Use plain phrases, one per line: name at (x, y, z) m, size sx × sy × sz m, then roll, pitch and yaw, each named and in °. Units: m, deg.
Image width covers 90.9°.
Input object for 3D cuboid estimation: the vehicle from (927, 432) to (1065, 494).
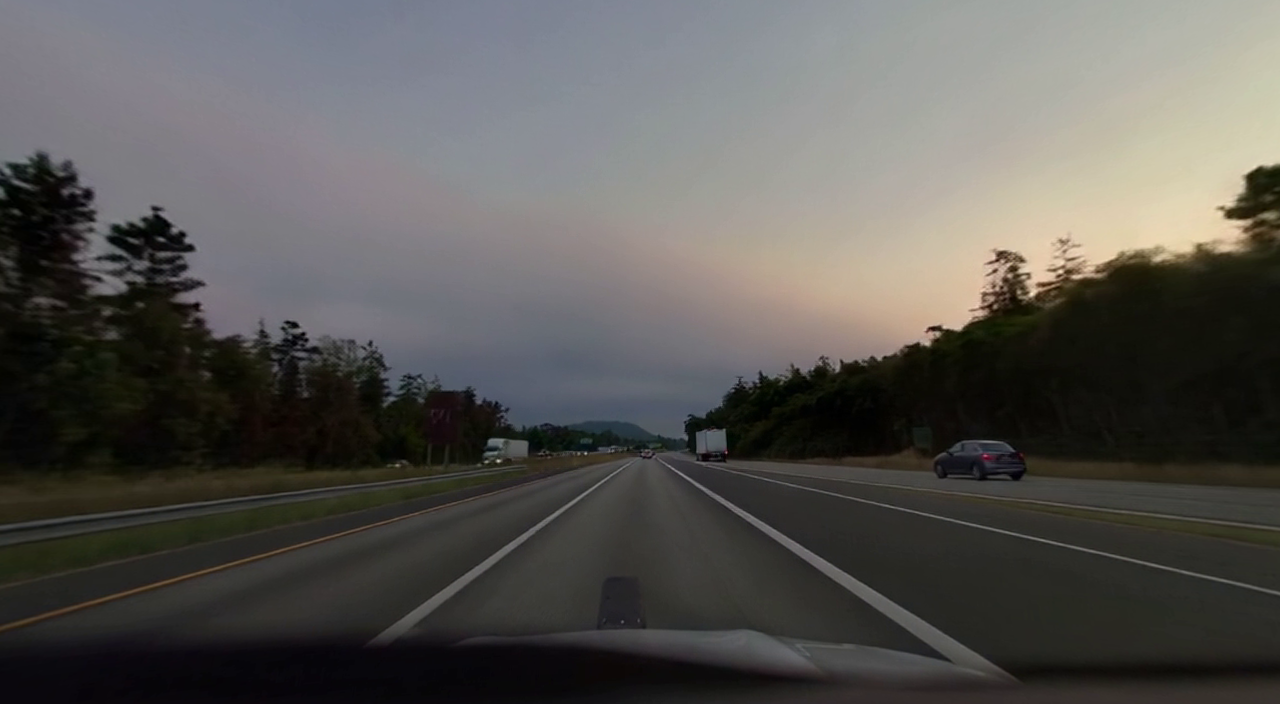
vehicle at (11.455, 3.579, 20.623) m, size 2.038 × 1.823 × 3.744 m, roll 1°, pitch -9°, yaw -5°
